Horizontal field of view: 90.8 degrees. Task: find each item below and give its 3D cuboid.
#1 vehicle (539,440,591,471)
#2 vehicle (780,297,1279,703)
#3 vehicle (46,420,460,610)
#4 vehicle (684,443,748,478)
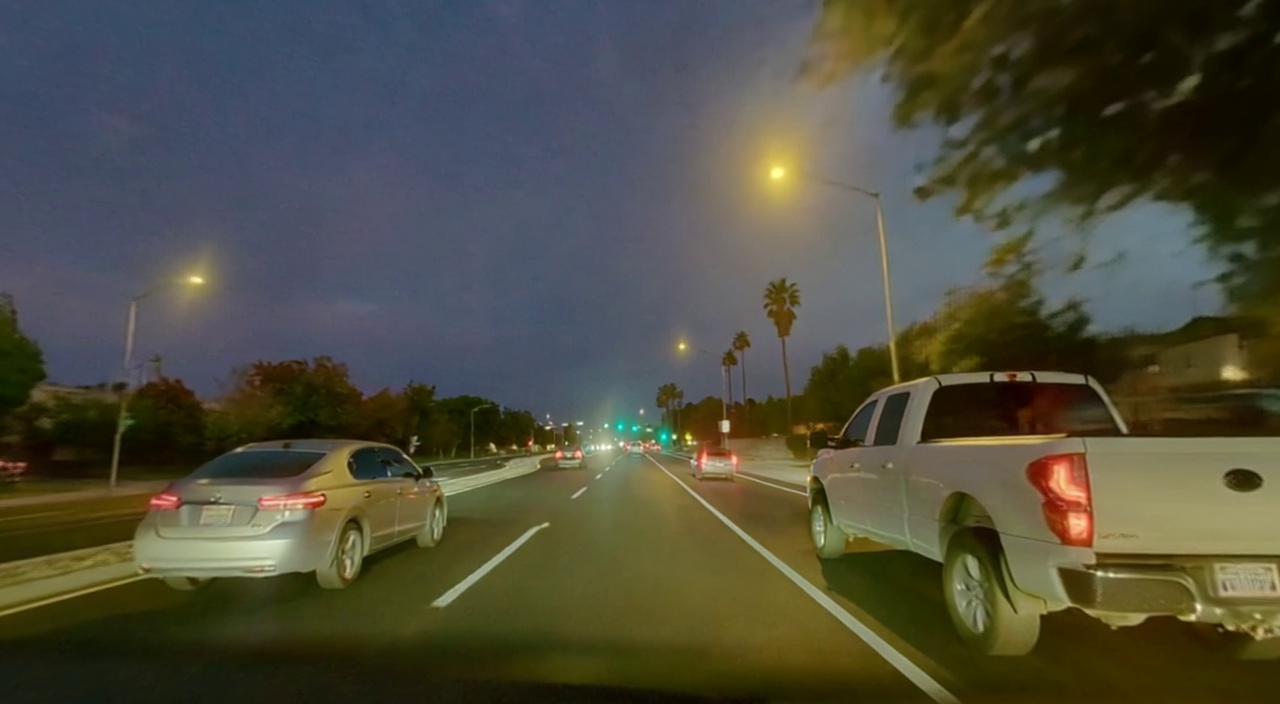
[{"bbox_3d":[-4.002,5.610,34.347,2.263,1.548,4.555,0,-9,0],"label":"vehicle"},{"bbox_3d":[3.237,1.156,5.829,2.478,2.030,5.723,0,-9,-1],"label":"vehicle"},{"bbox_3d":[-3.742,1.643,7.310,2.094,1.509,4.286,0,-9,0],"label":"vehicle"},{"bbox_3d":[3.324,4.879,28.611,2.149,1.421,4.805,0,-9,-2],"label":"vehicle"}]
